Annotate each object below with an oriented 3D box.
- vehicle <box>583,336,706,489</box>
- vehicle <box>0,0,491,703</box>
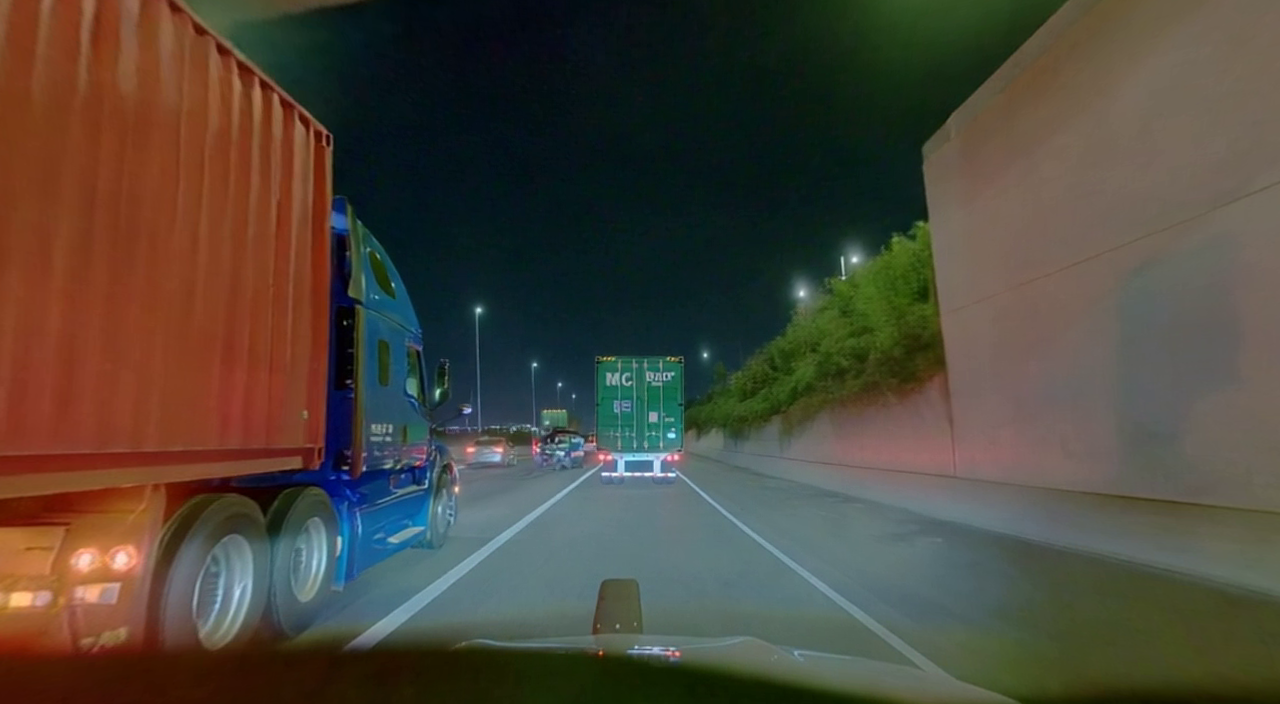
[{"bbox_3d":[0.004,2.204,21.335,3.357,4.212,7.519,0,-9,-2],"label":"vehicle"},{"bbox_3d":[-3.709,0.110,5.410,3.187,3.949,6.963,0,-9,0],"label":"vehicle"}]
